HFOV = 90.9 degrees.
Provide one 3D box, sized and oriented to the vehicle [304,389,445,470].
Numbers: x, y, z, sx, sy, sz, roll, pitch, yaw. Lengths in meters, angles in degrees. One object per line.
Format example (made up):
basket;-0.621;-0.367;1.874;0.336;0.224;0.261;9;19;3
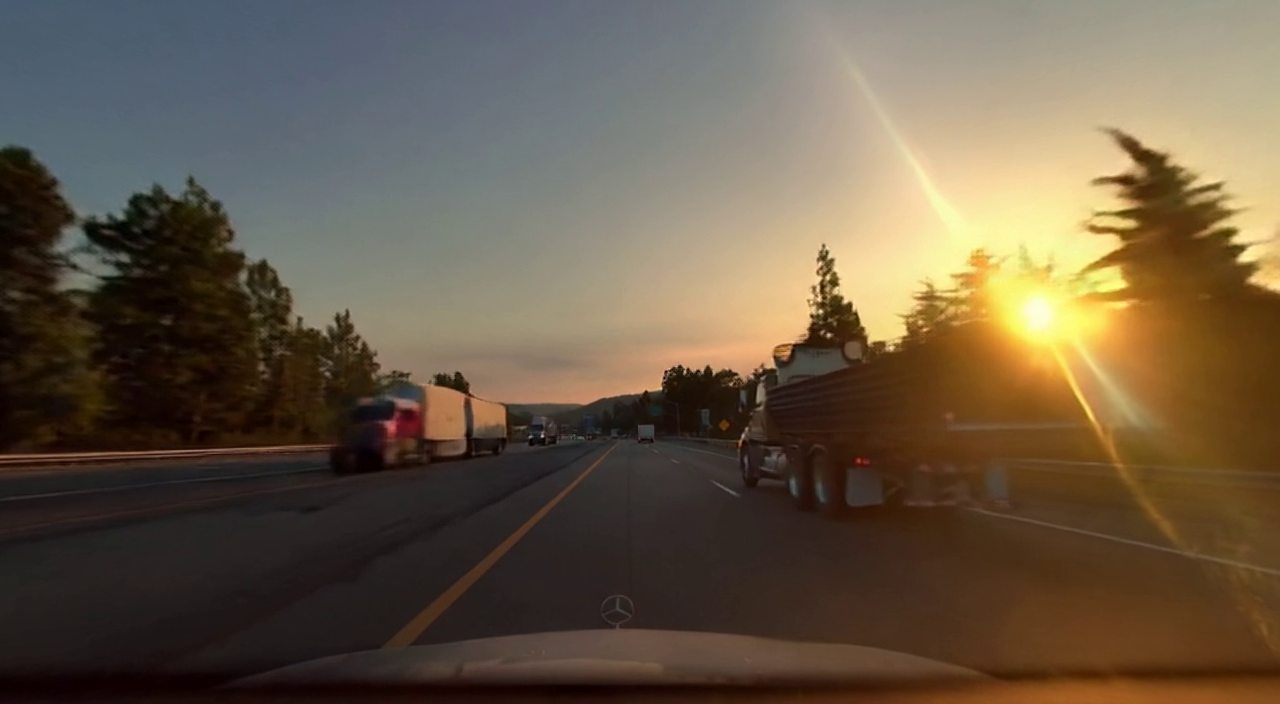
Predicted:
vehicle;-9.594;2.942;23.737;2.261;2.615;6.889;0;-8;0

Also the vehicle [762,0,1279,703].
vehicle;3.952;0.174;6.866;2.911;3.994;10.840;0;-8;-1

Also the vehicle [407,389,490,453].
vehicle;-13.088;4.938;44.174;2.933;4.039;9.567;0;-8;-1
